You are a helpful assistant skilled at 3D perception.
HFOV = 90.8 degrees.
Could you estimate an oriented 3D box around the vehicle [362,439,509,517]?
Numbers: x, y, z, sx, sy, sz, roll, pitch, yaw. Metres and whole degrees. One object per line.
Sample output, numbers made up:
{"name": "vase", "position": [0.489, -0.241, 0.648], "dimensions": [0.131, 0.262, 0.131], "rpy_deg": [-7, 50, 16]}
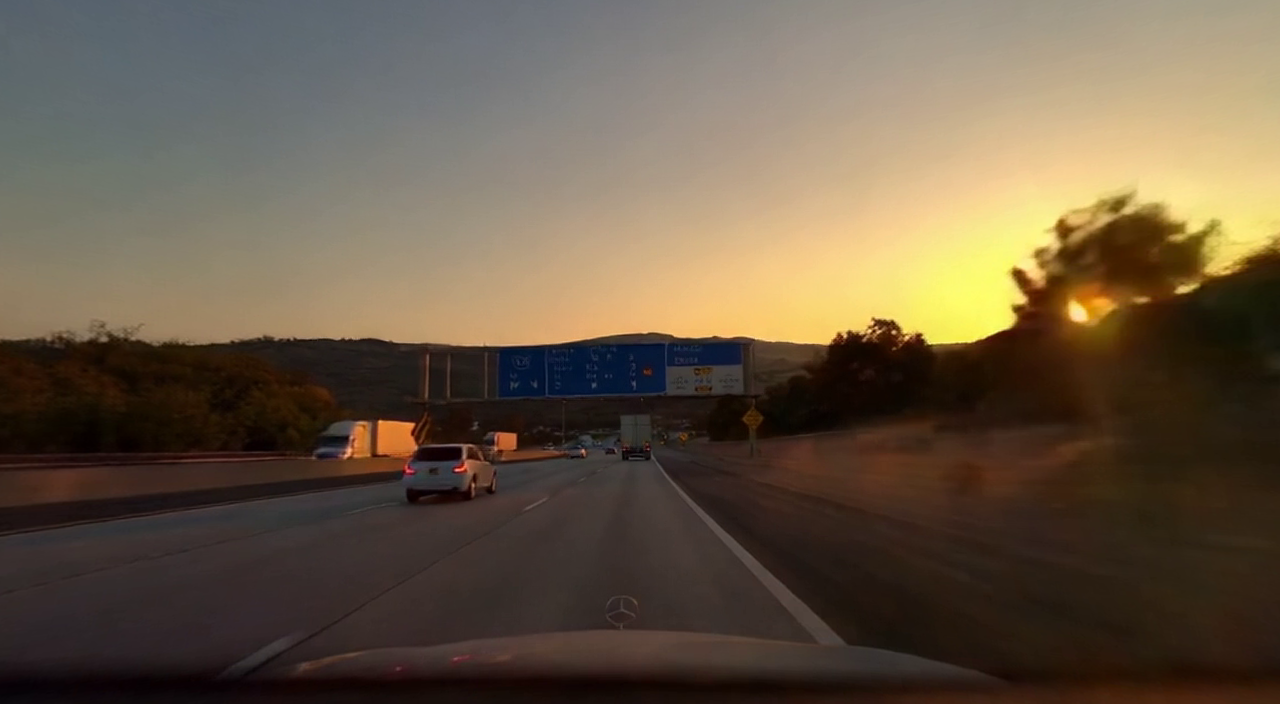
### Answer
{"name": "vehicle", "position": [-4.475, 2.821, 14.545], "dimensions": [2.024, 1.515, 3.907], "rpy_deg": [0, -9, 1]}
